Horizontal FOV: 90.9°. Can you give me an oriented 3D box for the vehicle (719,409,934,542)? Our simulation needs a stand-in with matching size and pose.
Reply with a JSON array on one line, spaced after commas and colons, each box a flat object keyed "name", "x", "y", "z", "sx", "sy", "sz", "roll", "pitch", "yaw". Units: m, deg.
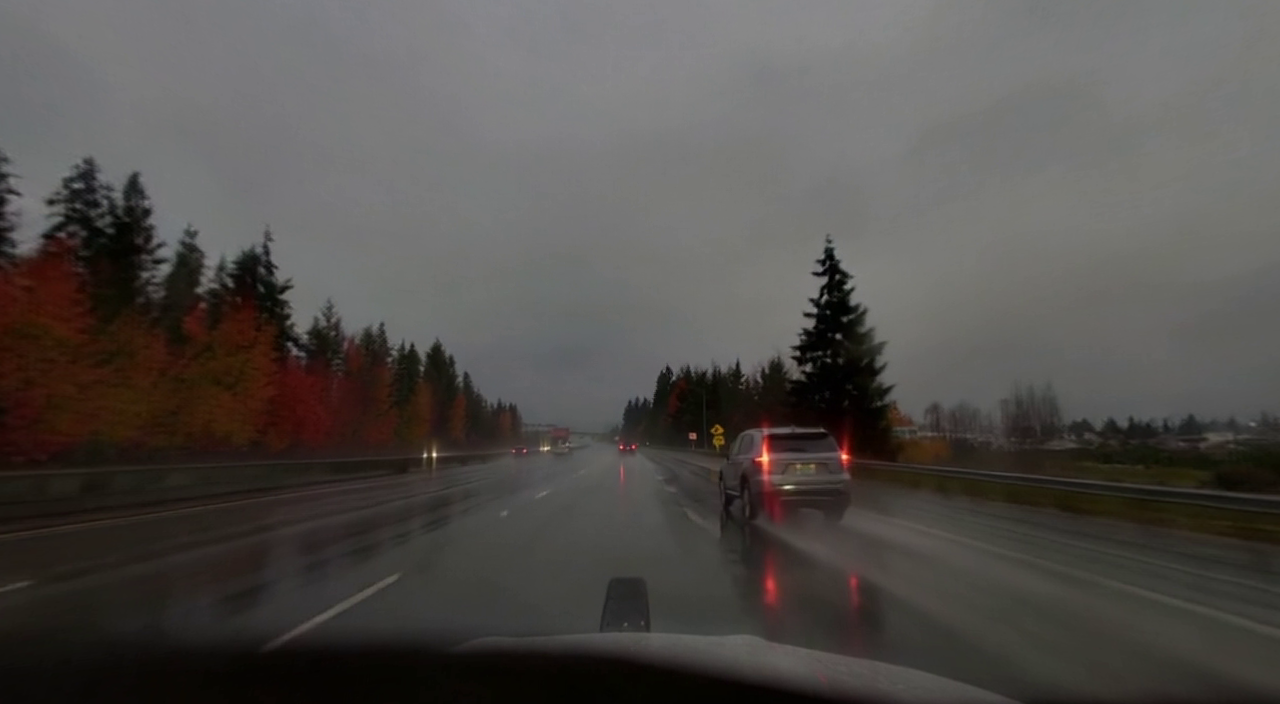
[{"name": "vehicle", "x": 2.670, "y": 1.905, "z": 10.290, "sx": 2.120, "sy": 1.706, "sz": 4.226, "roll": 0, "pitch": -8, "yaw": -1}]
